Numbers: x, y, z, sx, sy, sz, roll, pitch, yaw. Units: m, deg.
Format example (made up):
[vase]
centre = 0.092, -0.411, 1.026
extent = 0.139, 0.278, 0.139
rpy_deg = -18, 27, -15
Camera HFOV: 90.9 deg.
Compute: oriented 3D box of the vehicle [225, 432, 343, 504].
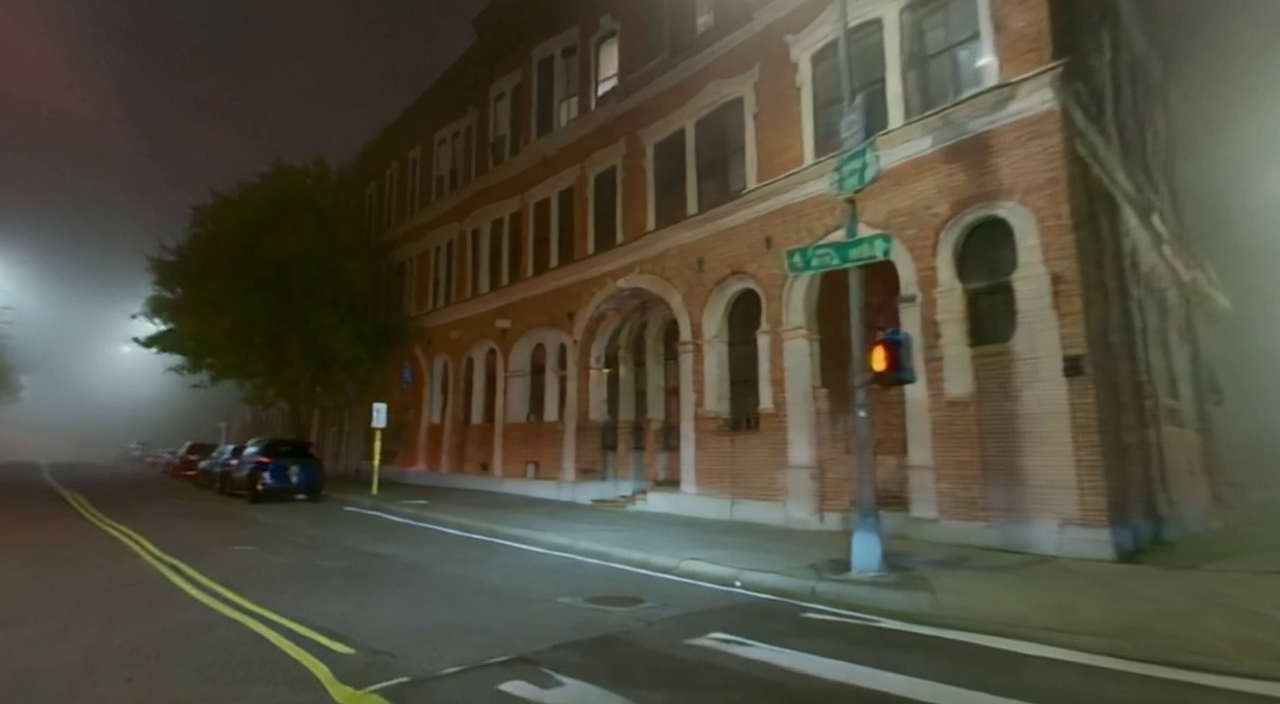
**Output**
[vehicle]
centre = -10.495, 3.311, 18.423
extent = 1.953, 1.804, 4.518
rpy_deg = 7, -11, -41
